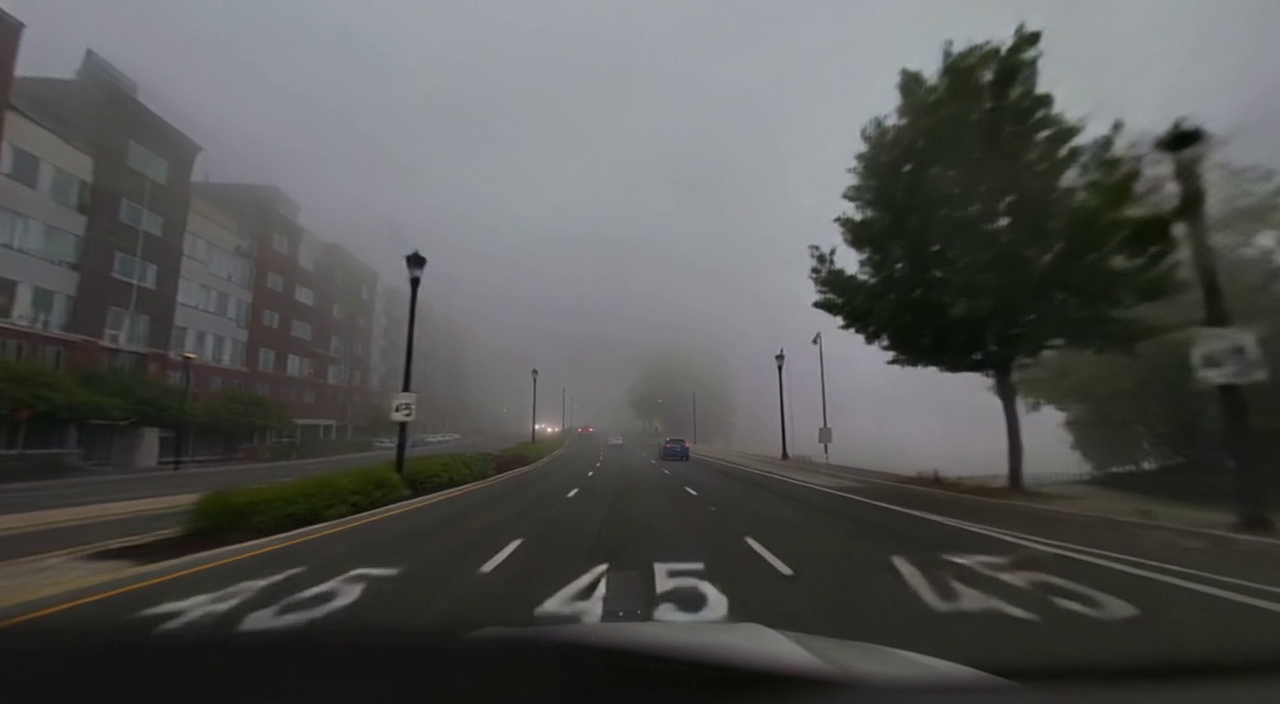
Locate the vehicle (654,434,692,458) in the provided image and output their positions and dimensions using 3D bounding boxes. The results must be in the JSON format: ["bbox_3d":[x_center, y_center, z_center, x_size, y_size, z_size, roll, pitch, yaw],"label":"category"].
[{"bbox_3d":[2.154,6.291,42.217,2.090,1.506,4.382,0,-8,-3],"label":"vehicle"}]

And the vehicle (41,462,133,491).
[{"bbox_3d":[-29.289,6.593,33.603,1.655,1.389,3.364,0,-9,4],"label":"vehicle"}]
